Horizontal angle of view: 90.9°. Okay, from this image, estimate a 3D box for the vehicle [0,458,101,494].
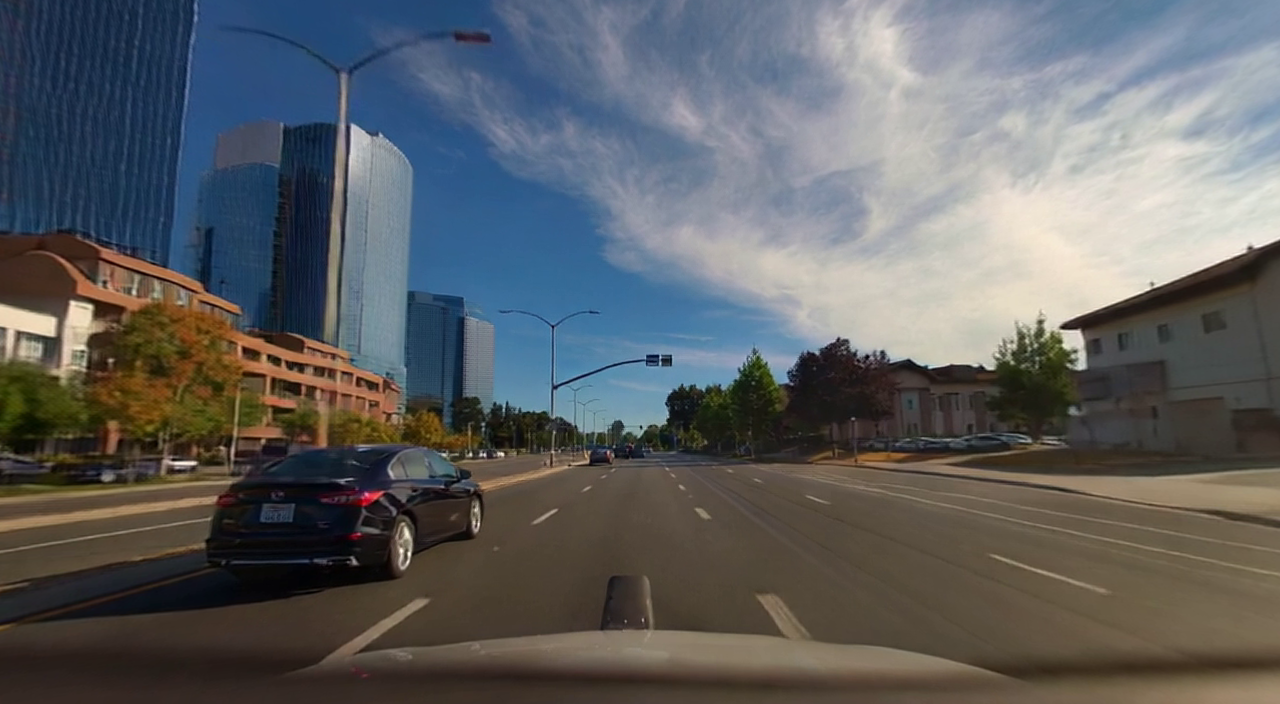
[{"bbox_3d":[-30.117,6.108,31.274,4.847,1.649,2.119,-1,-8,3],"label":"vehicle"}]

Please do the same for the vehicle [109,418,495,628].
[{"bbox_3d":[-3.315,1.720,7.431,2.009,1.489,4.543,-6,-8,0],"label":"vehicle"}]
